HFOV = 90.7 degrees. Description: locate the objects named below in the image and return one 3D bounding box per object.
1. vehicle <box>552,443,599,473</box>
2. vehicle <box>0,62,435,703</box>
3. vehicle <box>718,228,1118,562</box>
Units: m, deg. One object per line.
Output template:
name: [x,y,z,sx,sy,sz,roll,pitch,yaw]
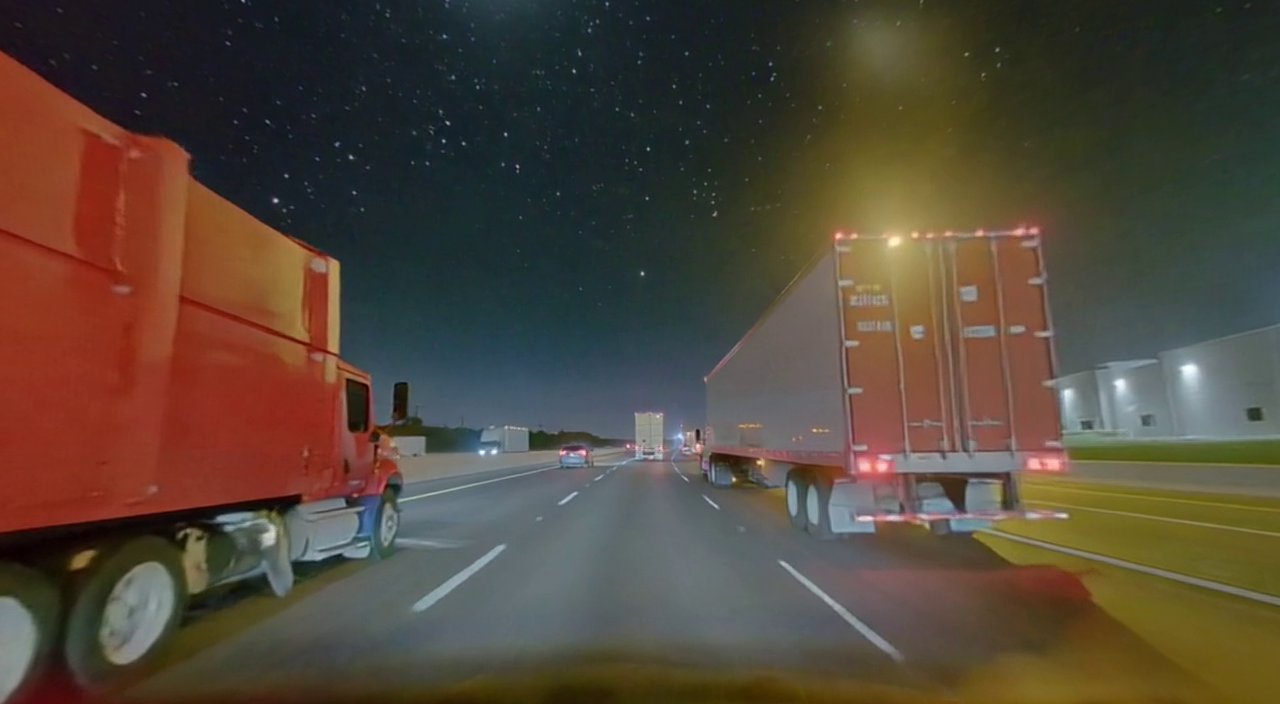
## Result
vehicle: [-3.409,5.718,34.318,2.024,1.472,4.014,-1,-9,2]
vehicle: [-3.809,0.607,4.441,2.557,2.855,6.674,0,-9,-1]
vehicle: [4.060,1.424,14.187,2.951,3.974,13.340,-1,-9,0]
